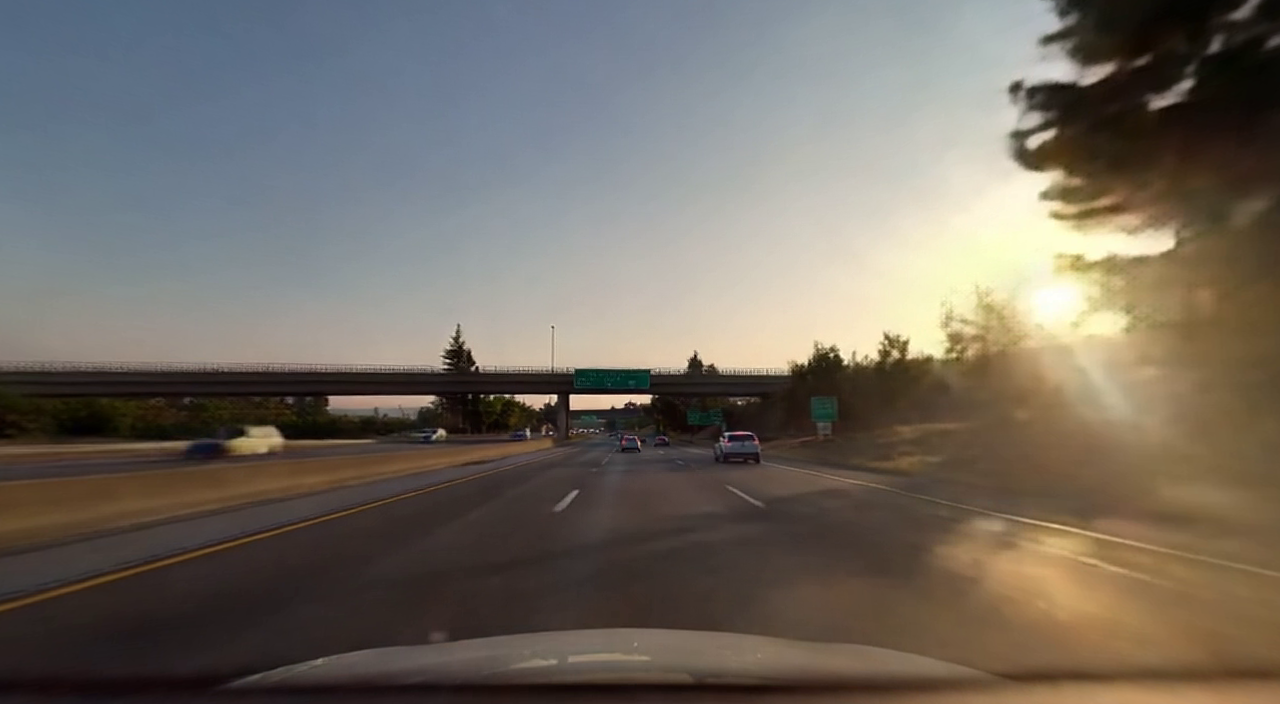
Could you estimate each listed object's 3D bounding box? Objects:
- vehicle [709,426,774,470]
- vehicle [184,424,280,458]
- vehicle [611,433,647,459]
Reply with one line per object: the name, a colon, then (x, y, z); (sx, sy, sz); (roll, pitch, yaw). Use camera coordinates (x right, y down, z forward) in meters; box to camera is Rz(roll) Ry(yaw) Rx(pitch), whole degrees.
vehicle: (3.962, 3.814, 25.244); (1.892, 1.600, 3.782); (0, -8, -2)
vehicle: (-21.175, 4.635, 32.993); (1.992, 1.646, 4.656); (0, -8, -1)
vehicle: (-0.685, 5.472, 36.789); (1.987, 1.440, 3.565); (0, -8, -2)
